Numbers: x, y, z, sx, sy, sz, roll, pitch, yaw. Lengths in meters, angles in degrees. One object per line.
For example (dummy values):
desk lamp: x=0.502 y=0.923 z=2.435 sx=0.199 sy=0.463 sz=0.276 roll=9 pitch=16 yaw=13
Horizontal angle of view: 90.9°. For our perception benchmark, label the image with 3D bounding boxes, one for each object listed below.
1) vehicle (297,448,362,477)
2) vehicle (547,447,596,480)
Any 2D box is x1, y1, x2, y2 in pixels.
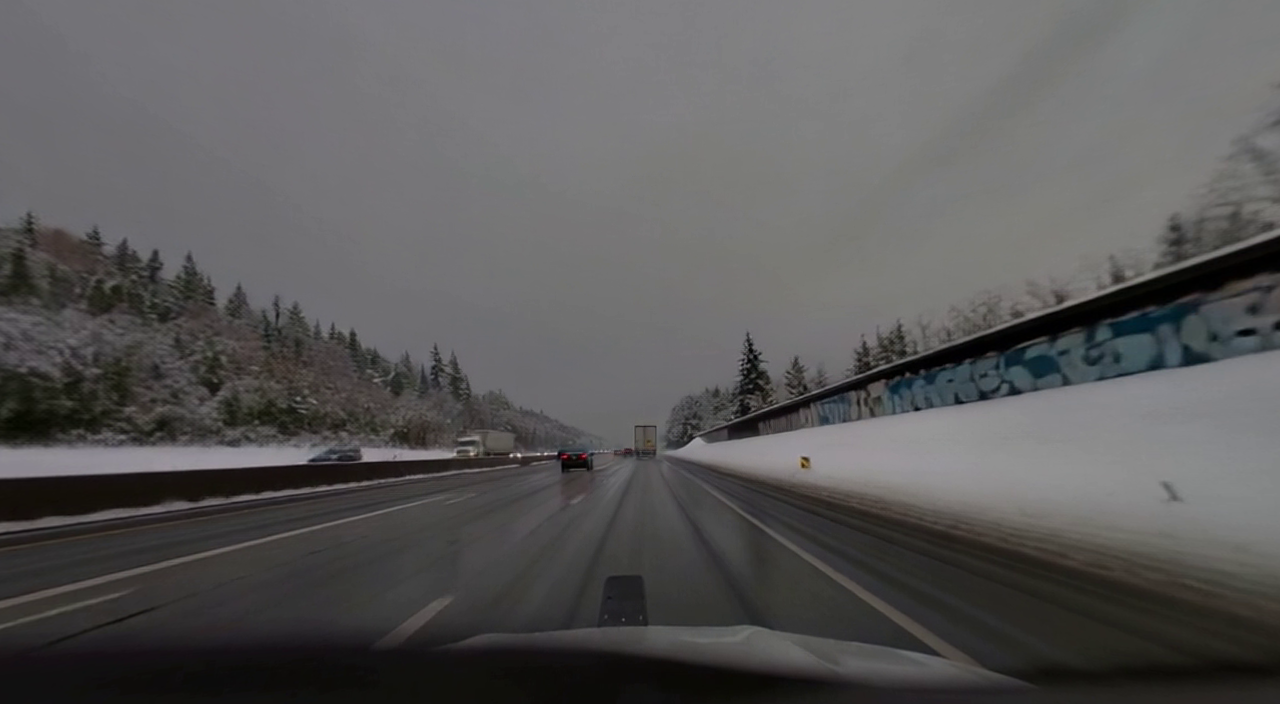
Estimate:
vehicle: x=-21.869 y=7.757 z=44.617 sx=2.061 sy=1.935 sz=4.754 roll=0 pitch=-9 yaw=1
vehicle: x=-3.216 y=5.340 z=30.497 sx=1.803 sy=1.466 sz=4.509 roll=0 pitch=-9 yaw=1
